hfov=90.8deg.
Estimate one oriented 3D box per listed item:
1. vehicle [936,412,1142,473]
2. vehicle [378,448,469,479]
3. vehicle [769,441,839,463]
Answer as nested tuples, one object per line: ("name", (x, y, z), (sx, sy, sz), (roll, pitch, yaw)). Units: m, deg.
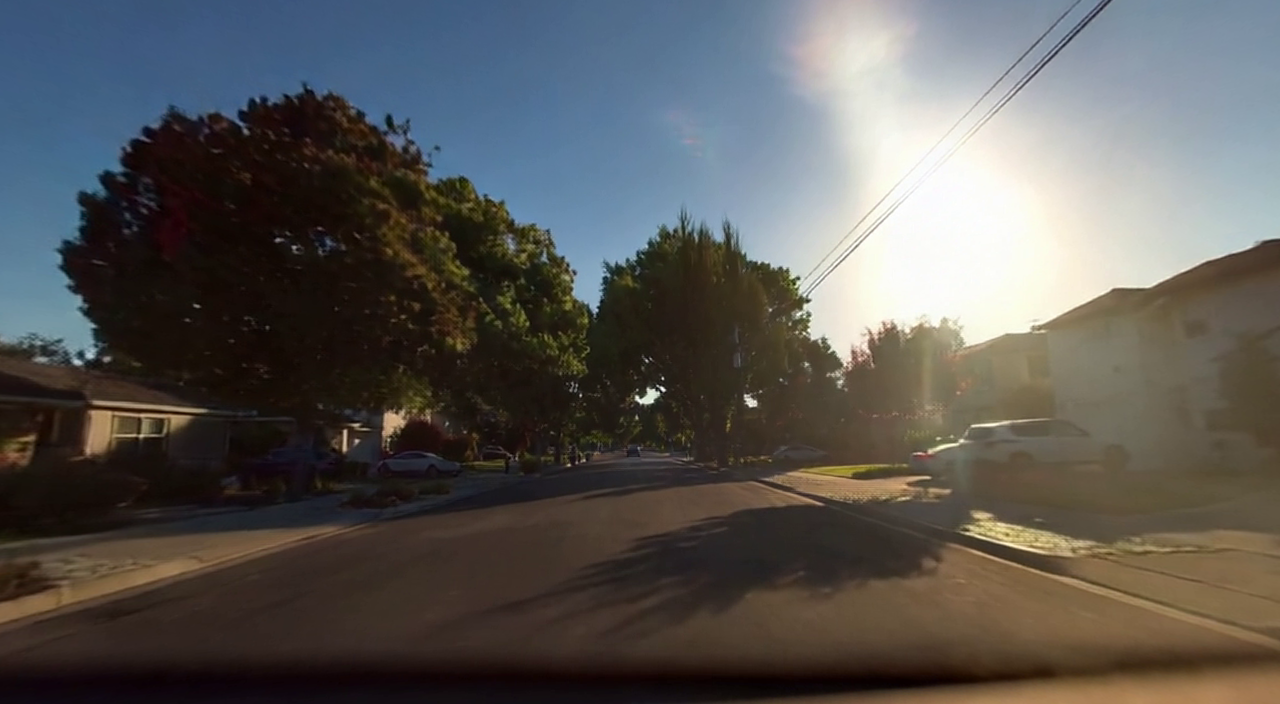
("vehicle", (12.776, 2.943, 20.556), (5.049, 1.845, 2.327), (0, -9, 0))
("vehicle", (-13.232, 6.797, 38.842), (4.887, 1.788, 2.006), (0, -8, -3))
("vehicle", (12.003, 7.341, 46.348), (4.626, 1.541, 1.866), (1, -9, -2))
